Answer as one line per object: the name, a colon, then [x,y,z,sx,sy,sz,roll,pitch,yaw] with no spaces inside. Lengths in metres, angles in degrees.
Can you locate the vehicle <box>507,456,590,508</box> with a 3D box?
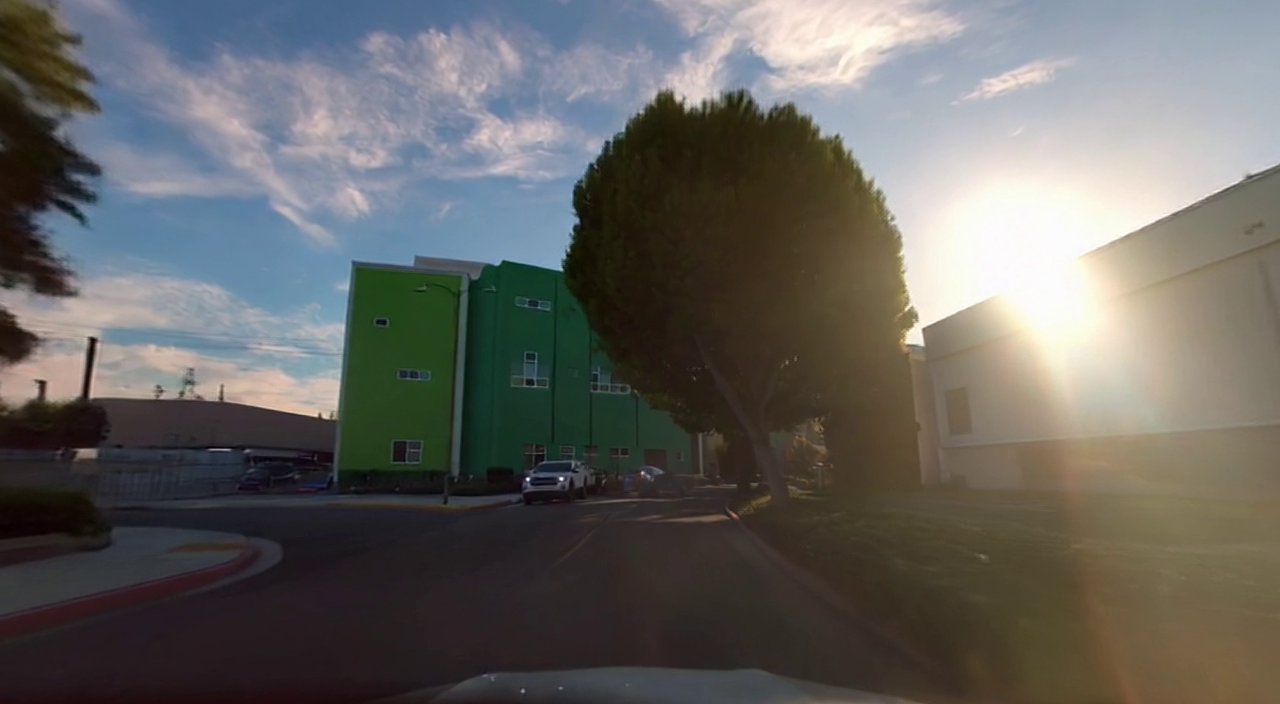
vehicle: [-3.385,4.935,24.322,2.022,1.776,4.625,-2,-10,7]
